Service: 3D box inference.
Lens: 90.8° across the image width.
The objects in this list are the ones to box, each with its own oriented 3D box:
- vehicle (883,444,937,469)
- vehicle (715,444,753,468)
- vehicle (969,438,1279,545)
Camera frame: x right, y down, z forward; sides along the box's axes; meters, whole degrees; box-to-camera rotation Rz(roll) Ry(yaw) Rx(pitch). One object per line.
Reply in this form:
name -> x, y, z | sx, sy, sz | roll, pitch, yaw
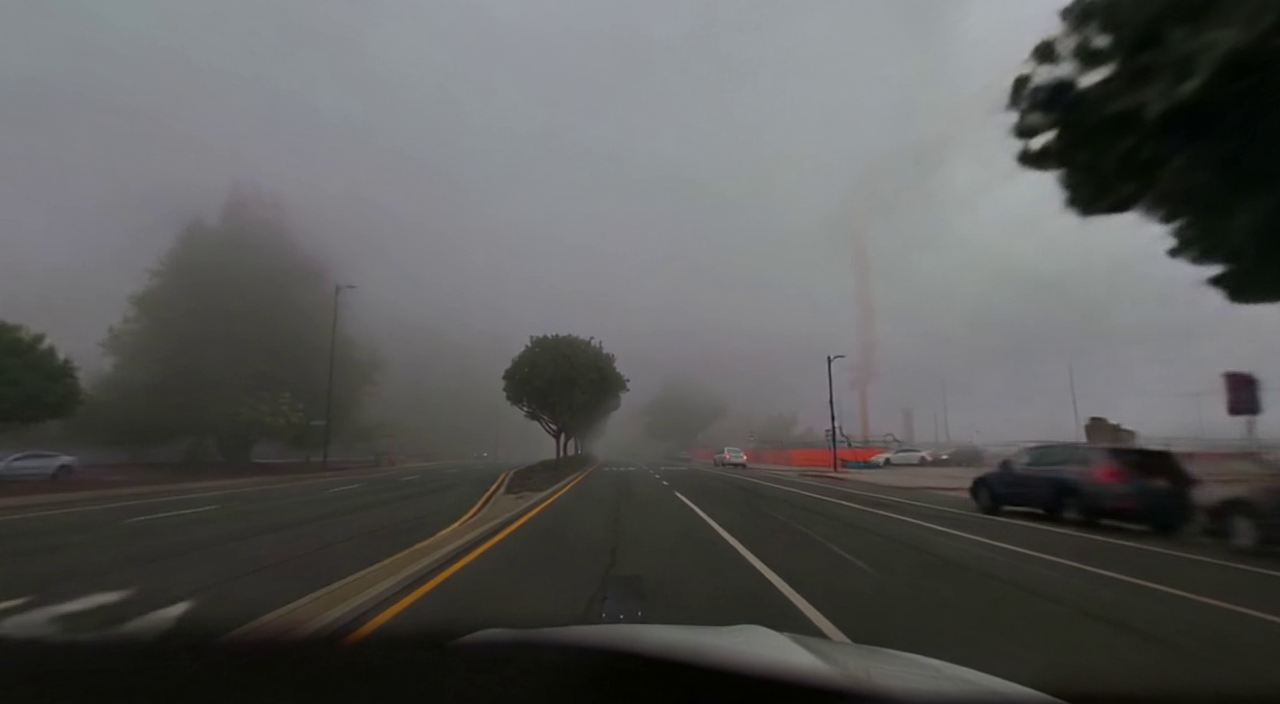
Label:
vehicle -> 20.014, 7.736, 47.007 | 1.965, 1.690, 4.077 | 0, -8, -3
vehicle -> 7.038, 7.862, 47.933 | 2.080, 1.706, 4.392 | 0, -9, -2
vehicle -> 8.026, 2.251, 10.964 | 2.079, 1.442, 4.406 | 0, -9, -3
